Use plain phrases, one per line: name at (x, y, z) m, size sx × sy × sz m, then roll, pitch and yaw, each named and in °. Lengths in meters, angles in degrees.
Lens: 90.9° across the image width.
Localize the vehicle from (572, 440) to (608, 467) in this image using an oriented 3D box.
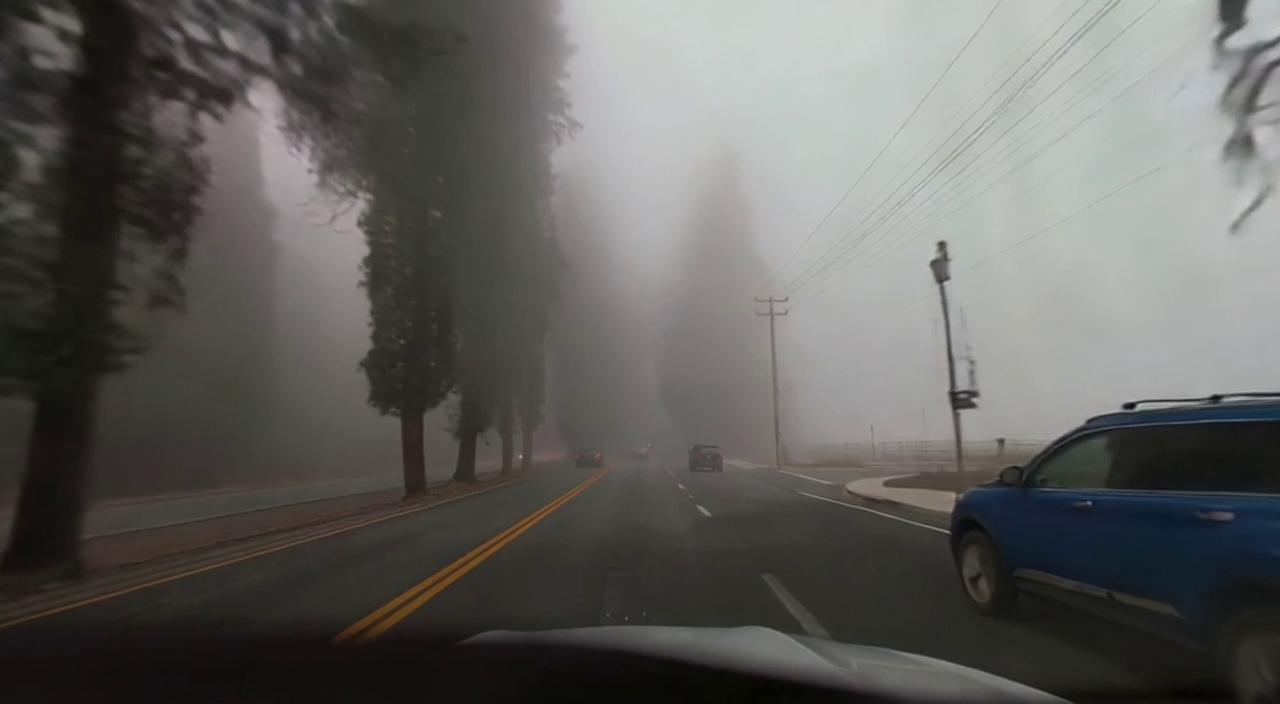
vehicle at (-3.335, 6.860, 42.935) m, size 2.066 × 1.725 × 4.241 m, roll 0°, pitch -8°, yaw 1°

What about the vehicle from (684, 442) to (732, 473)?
vehicle at (3.361, 5.305, 31.927) m, size 1.906 × 1.468 × 4.422 m, roll 0°, pitch -8°, yaw -1°

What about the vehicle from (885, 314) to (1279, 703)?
vehicle at (3.343, 0.940, 3.498) m, size 2.182 × 1.744 × 4.464 m, roll 0°, pitch -8°, yaw 1°
